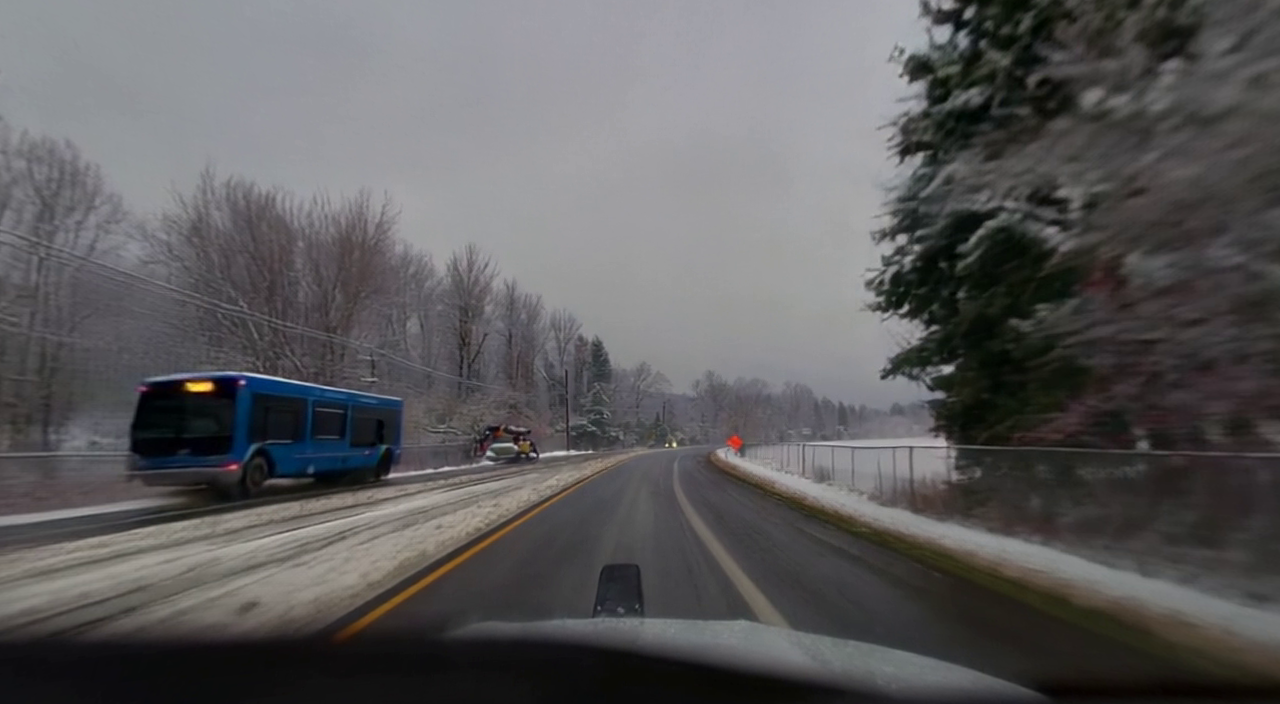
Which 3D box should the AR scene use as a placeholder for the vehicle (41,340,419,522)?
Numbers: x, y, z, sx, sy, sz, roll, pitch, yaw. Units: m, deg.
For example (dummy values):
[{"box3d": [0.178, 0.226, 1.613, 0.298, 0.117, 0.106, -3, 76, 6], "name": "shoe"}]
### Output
[{"box3d": [-10.531, 2.369, 19.090, 3.092, 3.562, 12.230, -3, -7, 1], "name": "vehicle"}]
